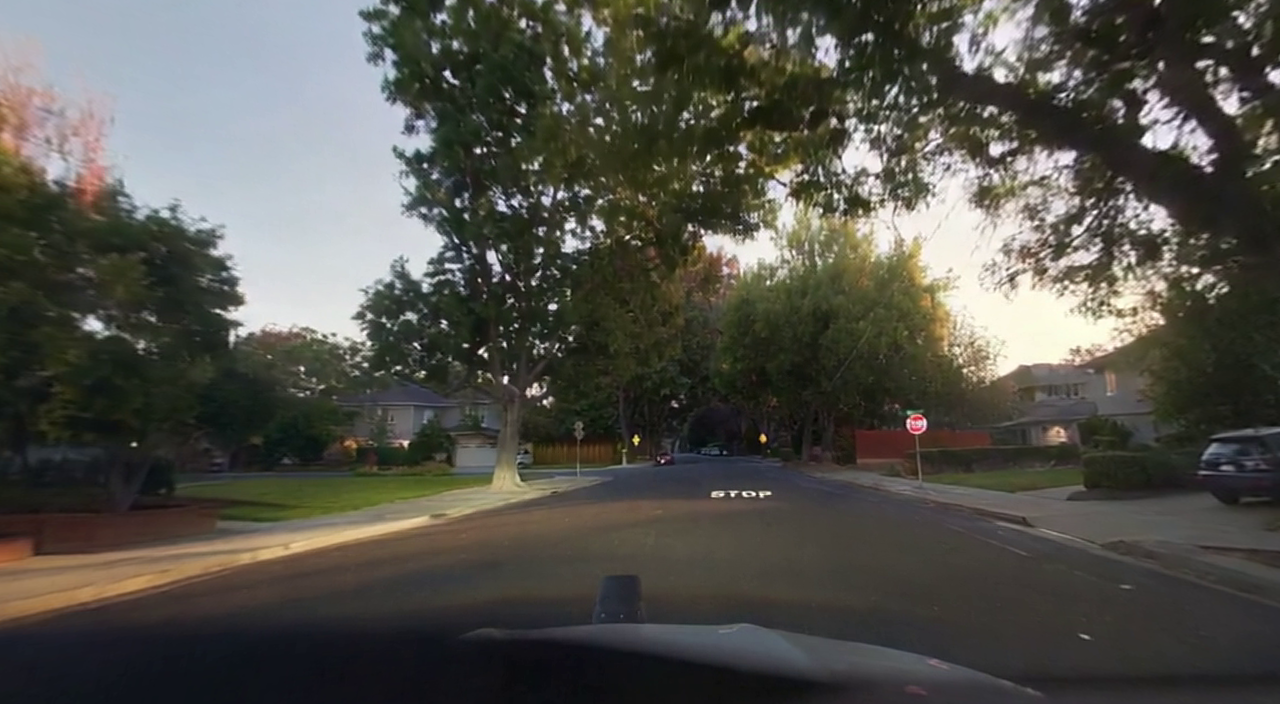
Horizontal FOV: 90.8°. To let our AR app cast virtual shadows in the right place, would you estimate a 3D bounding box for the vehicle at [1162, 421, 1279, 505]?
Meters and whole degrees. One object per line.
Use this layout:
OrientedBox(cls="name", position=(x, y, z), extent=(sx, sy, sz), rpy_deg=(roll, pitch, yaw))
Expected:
OrientedBox(cls="vehicle", position=(13.823, 2.247, 13.092), extent=(4.589, 1.526, 2.133), rpy_deg=(1, -9, -13))
